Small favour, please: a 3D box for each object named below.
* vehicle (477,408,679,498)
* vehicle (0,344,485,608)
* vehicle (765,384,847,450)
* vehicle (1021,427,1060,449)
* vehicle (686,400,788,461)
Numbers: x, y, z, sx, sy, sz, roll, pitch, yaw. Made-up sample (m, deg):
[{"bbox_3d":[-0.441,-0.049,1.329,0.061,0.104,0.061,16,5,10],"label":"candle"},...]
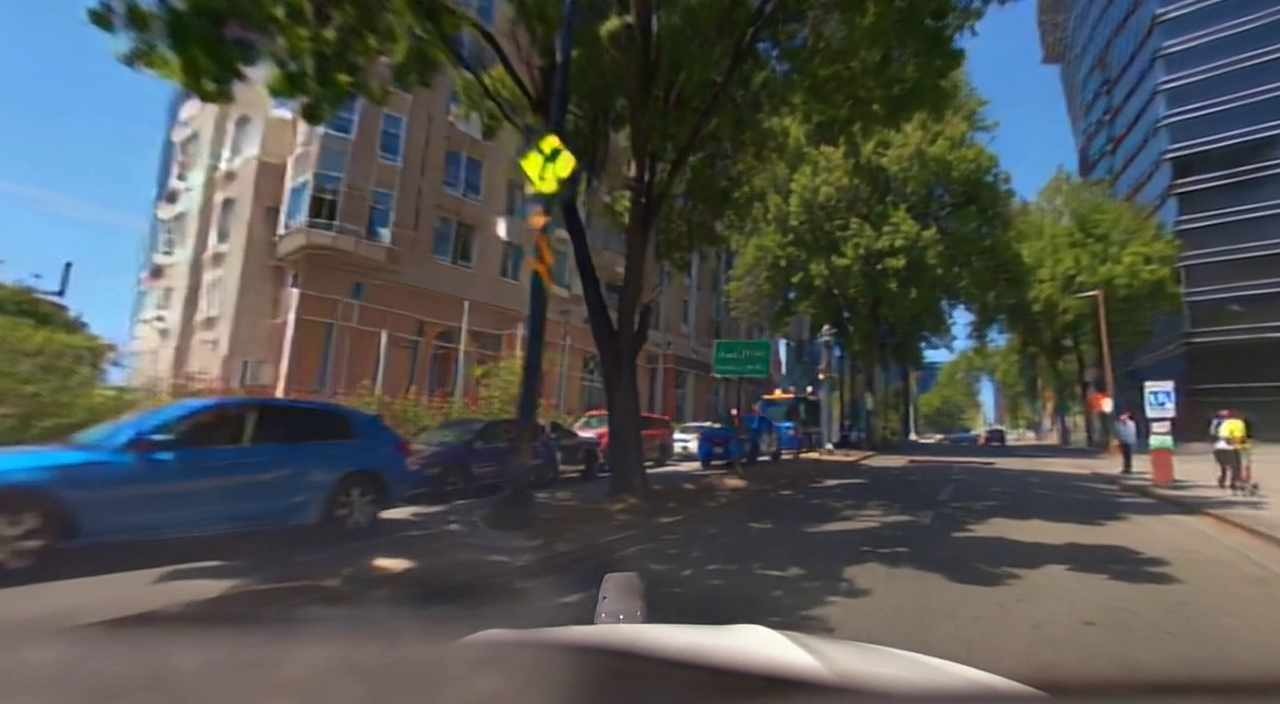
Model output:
[{"bbox_3d":[-1.015,2.025,12.975,1.826,1.488,4.628,-4,-9,28],"label":"vehicle"},{"bbox_3d":[-4.177,1.199,6.896,2.053,1.798,4.841,-4,-9,28],"label":"vehicle"},{"bbox_3d":[7.740,3.101,29.004,2.268,2.708,5.699,-4,-9,28],"label":"vehicle"},{"bbox_3d":[29.693,6.404,46.940,1.888,1.536,4.381,-4,-9,26],"label":"vehicle"},{"bbox_3d":[3.452,2.737,21.717,1.988,1.855,4.599,-4,-9,28],"label":"vehicle"}]
